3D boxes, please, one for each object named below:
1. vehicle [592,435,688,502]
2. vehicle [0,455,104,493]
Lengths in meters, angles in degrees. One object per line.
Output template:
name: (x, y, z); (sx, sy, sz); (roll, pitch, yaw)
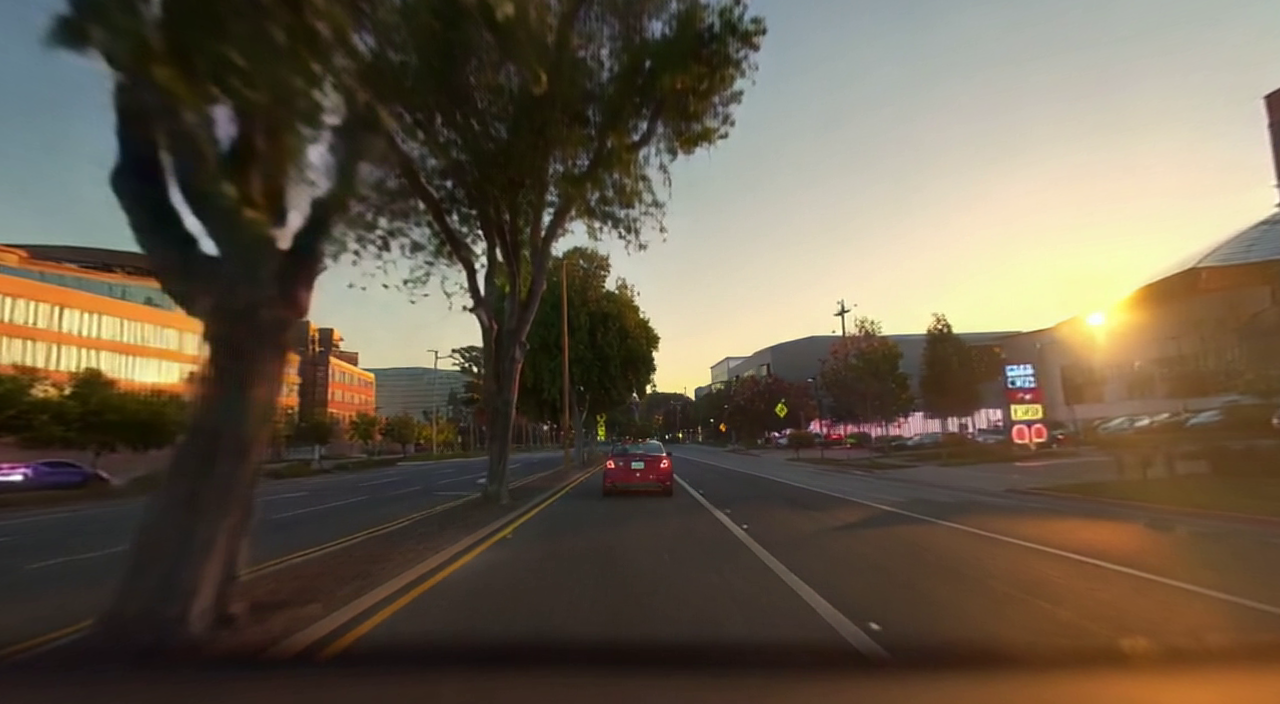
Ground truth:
vehicle: (-0.043, 2.879, 16.003); (2.126, 1.475, 3.967); (0, -8, -1)
vehicle: (-27.719, 5.510, 28.605); (4.665, 1.578, 2.051); (0, -8, -3)
